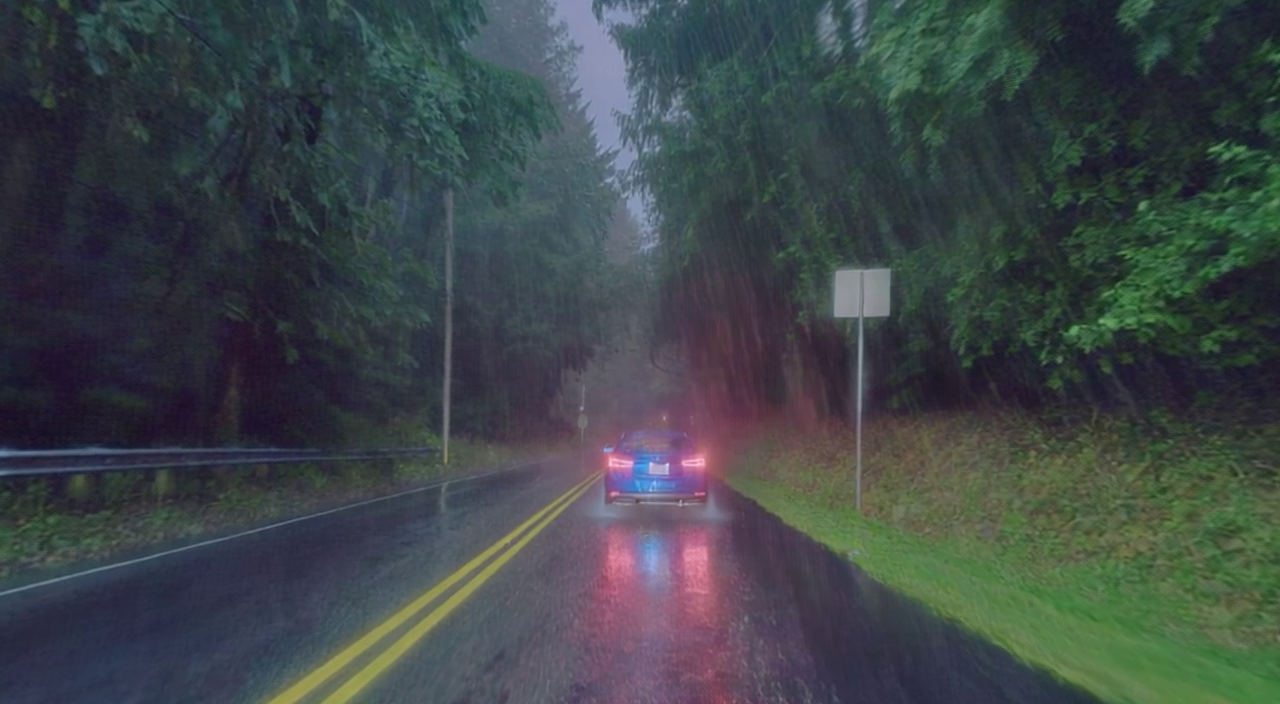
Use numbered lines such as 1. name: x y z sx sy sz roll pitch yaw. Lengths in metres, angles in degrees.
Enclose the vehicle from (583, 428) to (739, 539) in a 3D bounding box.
1. vehicle: 0.306 2.124 10.766 2.187 1.533 3.726 0 -8 1
